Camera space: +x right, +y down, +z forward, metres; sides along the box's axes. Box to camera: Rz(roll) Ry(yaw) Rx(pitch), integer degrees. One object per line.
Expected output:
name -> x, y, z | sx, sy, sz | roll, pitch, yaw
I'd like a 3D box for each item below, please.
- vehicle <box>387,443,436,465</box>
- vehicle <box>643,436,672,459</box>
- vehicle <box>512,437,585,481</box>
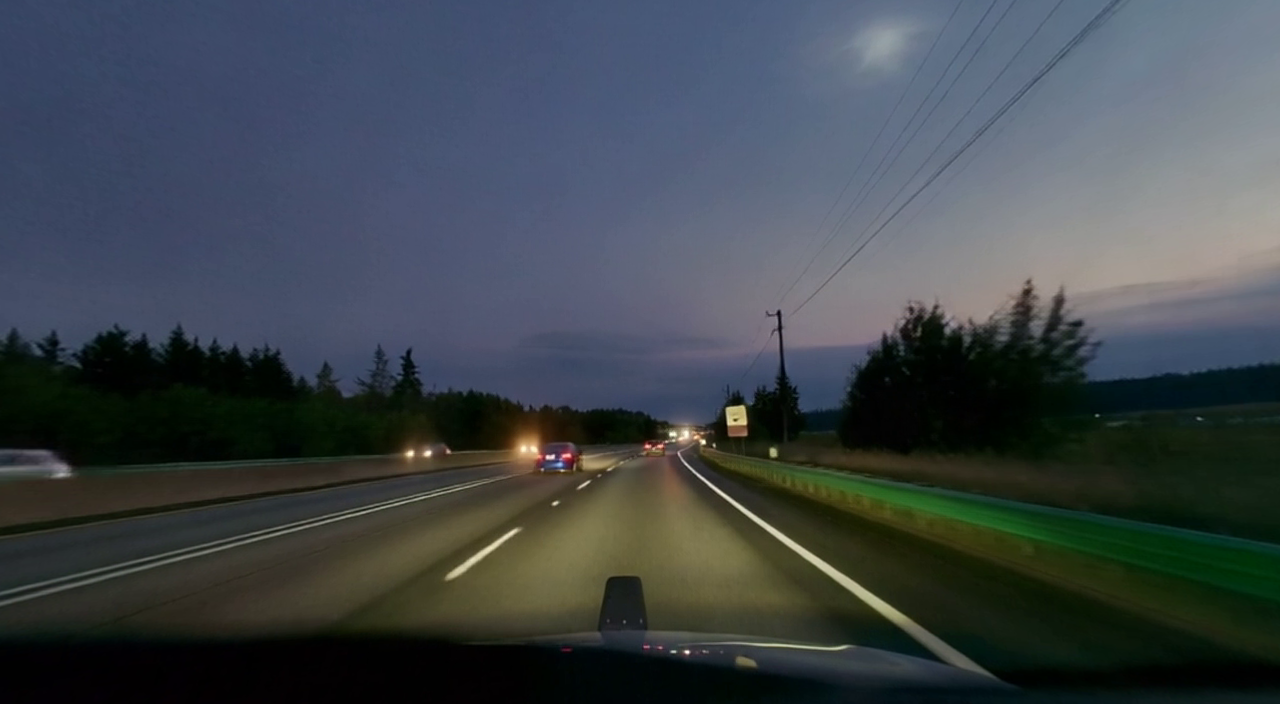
vehicle -> -15.642, 7.004, 43.304 | 1.804, 1.419, 3.775 | 0, -8, 2
vehicle -> 1.368, 7.449, 49.189 | 2.176, 1.725, 4.182 | 0, -8, 2
vehicle -> -3.397, 4.036, 24.179 | 2.021, 1.515, 4.453 | 0, -8, 2
